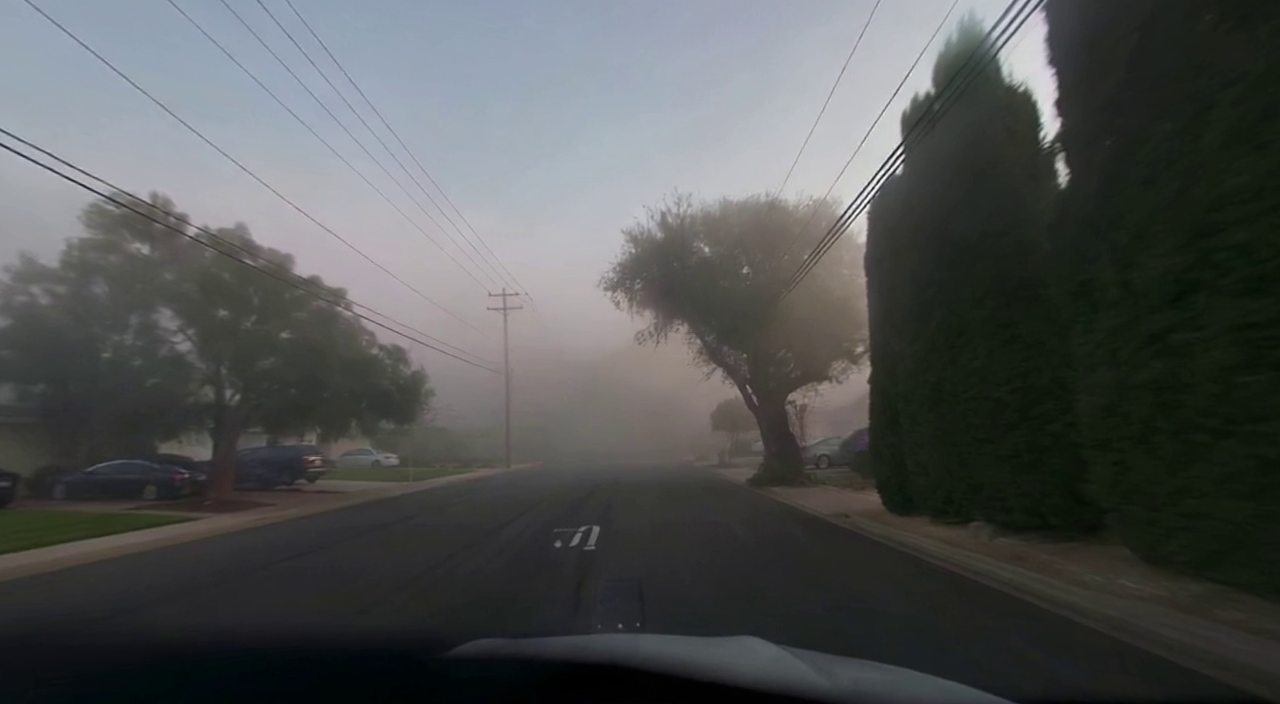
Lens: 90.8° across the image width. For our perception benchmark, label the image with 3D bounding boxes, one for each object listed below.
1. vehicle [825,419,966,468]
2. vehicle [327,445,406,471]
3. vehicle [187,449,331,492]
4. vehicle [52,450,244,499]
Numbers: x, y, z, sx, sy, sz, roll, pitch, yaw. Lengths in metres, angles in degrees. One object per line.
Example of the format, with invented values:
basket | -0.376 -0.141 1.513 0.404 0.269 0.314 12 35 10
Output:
vehicle | 9.697 3.511 24.320 4.465 1.727 2.127 -1 -7 1
vehicle | -18.082 7.021 41.887 4.304 1.643 1.969 0 -8 1
vehicle | -13.425 4.189 22.479 3.877 1.411 1.869 0 -8 -1
vehicle | -15.606 3.887 20.224 4.543 1.476 1.927 0 -8 1
